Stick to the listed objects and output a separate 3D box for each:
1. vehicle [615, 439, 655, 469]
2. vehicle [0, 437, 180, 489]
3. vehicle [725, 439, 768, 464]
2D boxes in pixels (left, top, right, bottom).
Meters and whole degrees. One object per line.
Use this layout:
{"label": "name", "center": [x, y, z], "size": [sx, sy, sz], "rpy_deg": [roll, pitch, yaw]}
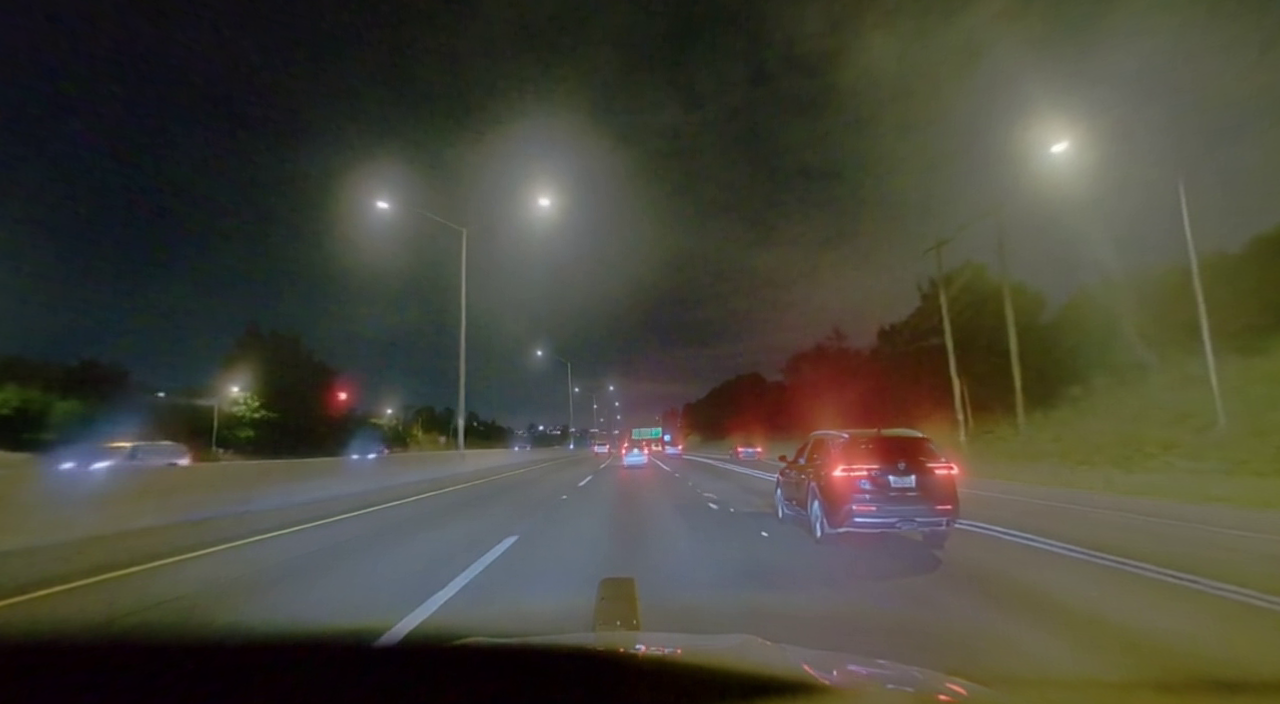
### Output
{"label": "vehicle", "center": [-0.306, 5.365, 33.272], "size": [1.985, 1.457, 4.227], "rpy_deg": [0, -8, -1]}
{"label": "vehicle", "center": [-23.626, 4.773, 27.639], "size": [2.345, 1.997, 6.208], "rpy_deg": [0, -8, 0]}
{"label": "vehicle", "center": [6.872, 6.485, 41.296], "size": [1.935, 1.478, 4.433], "rpy_deg": [0, -8, -2]}
